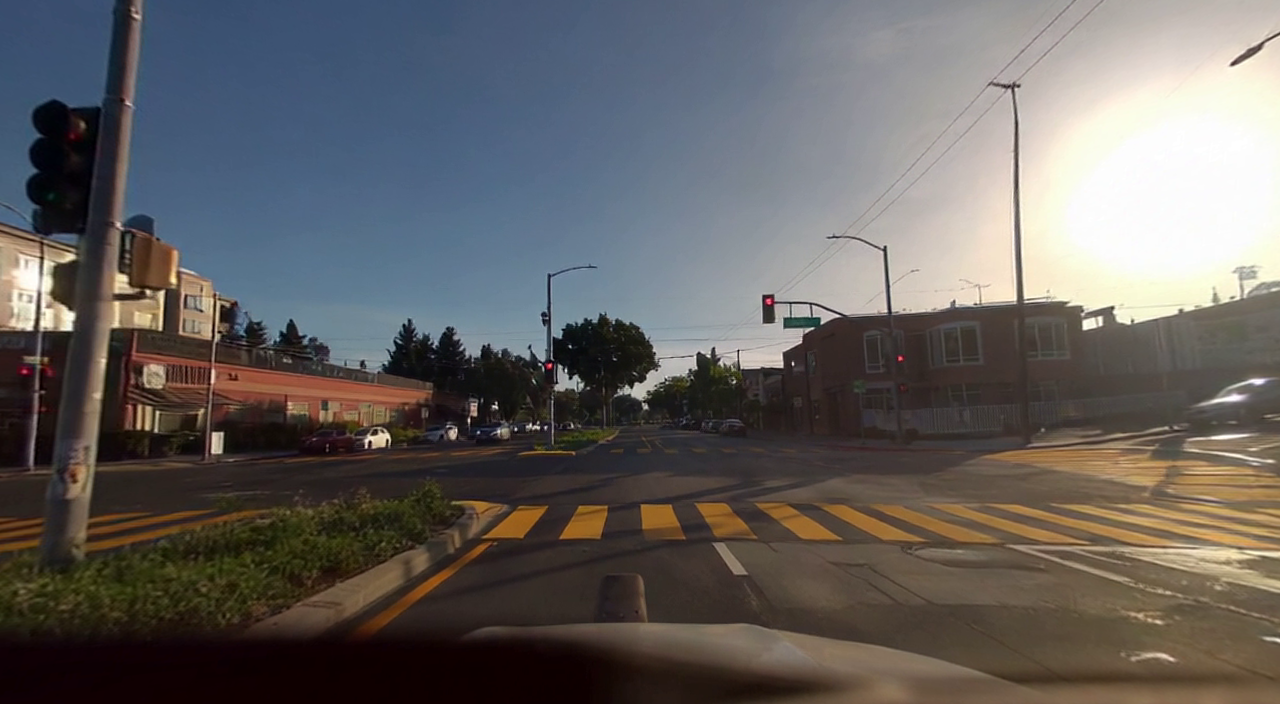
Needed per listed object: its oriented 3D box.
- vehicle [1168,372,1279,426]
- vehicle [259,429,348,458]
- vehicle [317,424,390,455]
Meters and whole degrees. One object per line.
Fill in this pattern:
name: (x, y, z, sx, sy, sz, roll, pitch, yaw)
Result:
vehicle: (22.344, 1.655, 23.055, 4.531, 1.753, 1.964, -2, -2, -5)
vehicle: (-18.083, 4.979, 34.305, 1.939, 1.430, 5.533, 0, -9, -2)
vehicle: (-18.288, 5.662, 40.638, 2.225, 1.871, 5.189, 0, -9, 0)
